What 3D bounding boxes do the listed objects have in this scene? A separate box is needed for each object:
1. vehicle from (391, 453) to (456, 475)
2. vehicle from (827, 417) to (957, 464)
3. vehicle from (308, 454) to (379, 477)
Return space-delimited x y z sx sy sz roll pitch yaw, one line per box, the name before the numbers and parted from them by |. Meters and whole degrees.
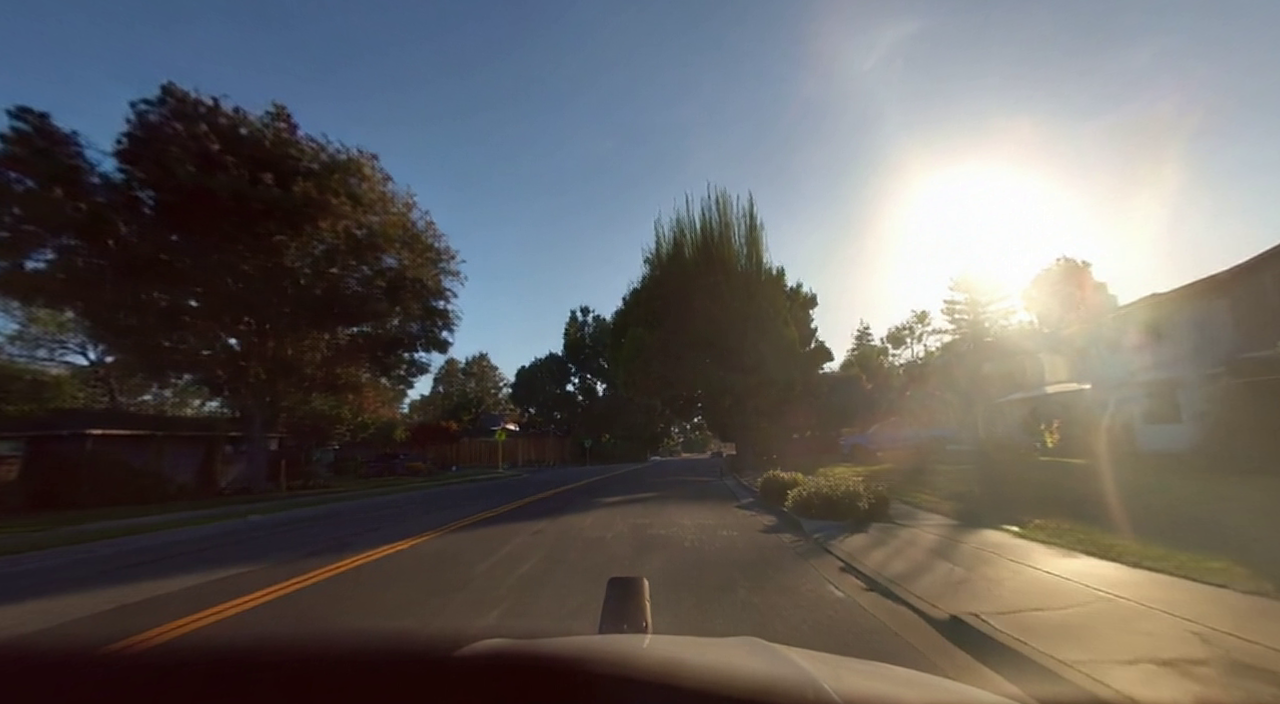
vehicle | -16.748 8.675 48.824 4.270 1.481 1.972 -4 -9 12
vehicle | 12.731 4.576 32.305 5.704 1.788 2.095 -7 -11 11
vehicle | -23.482 8.967 49.991 4.751 1.489 2.052 -5 -9 9
